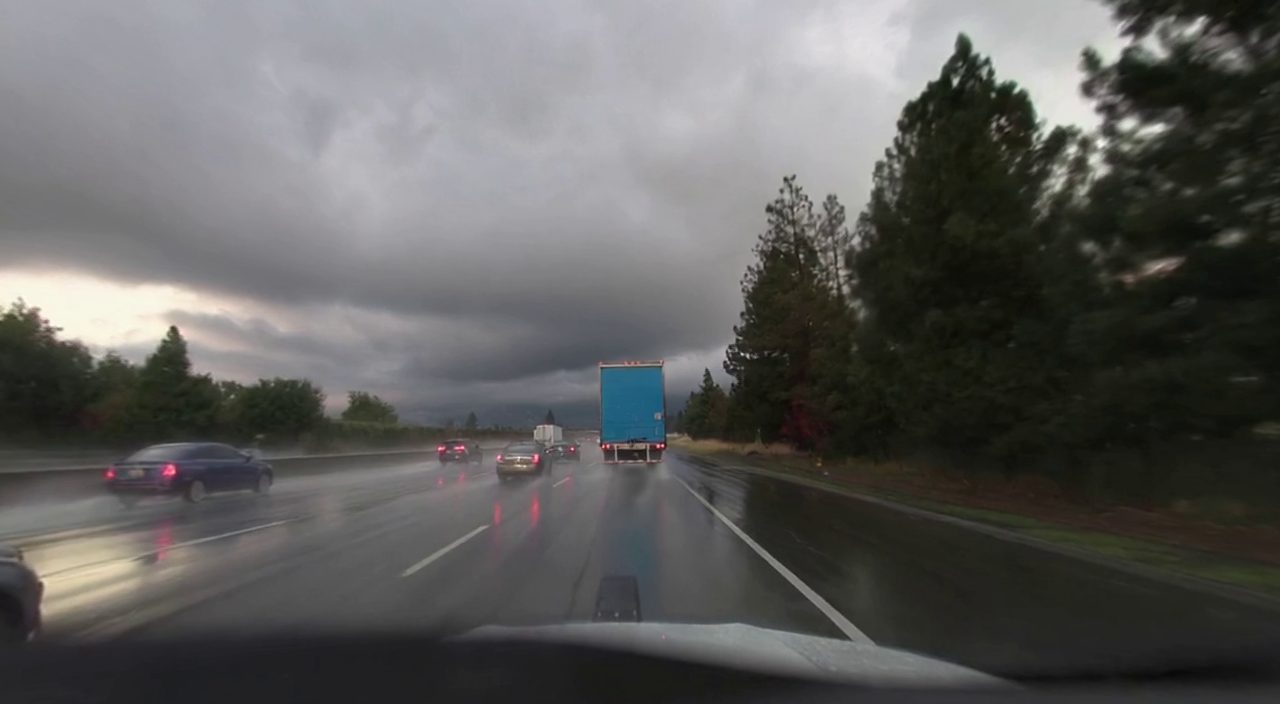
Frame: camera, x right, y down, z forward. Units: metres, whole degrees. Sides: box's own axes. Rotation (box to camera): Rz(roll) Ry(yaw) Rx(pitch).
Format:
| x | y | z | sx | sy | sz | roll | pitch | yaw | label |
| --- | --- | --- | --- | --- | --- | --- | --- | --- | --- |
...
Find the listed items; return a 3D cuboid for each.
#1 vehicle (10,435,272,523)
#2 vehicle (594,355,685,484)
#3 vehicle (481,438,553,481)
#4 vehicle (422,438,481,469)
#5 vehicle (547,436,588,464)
| x | y | z | sx | sy | sz | roll | pitch | yaw | label |
| --- | --- | --- | --- | --- | --- | --- | --- | --- | --- |
| -10.062 | 2.547 | 13.322 | 1.899 | 1.517 | 4.554 | 0 | -8 | -2 | vehicle |
| -0.242 | 2.899 | 25.590 | 2.913 | 4.113 | 10.724 | 0 | -8 | -2 | vehicle |
| -4.864 | 4.281 | 25.458 | 2.164 | 1.582 | 3.979 | 0 | -8 | -1 | vehicle |
| -10.310 | 5.584 | 34.778 | 1.952 | 1.590 | 4.090 | 0 | -8 | 0 | vehicle |
| -4.600 | 6.320 | 40.662 | 2.158 | 1.680 | 4.087 | 0 | -8 | 0 | vehicle |
